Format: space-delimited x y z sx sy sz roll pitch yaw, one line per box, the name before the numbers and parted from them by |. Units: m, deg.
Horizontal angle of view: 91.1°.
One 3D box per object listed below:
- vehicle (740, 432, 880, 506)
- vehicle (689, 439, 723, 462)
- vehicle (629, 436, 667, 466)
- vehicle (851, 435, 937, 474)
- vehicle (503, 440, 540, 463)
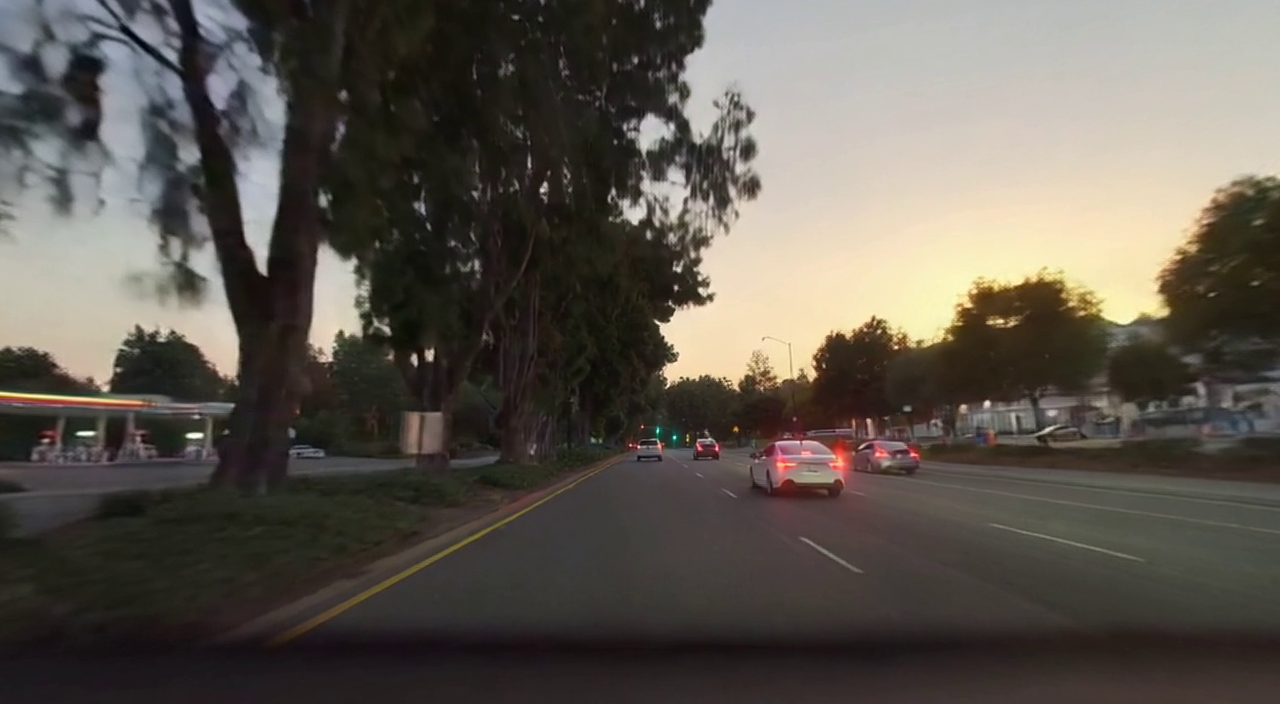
vehicle | 3.899 2.773 15.436 2.119 1.509 4.756 0 -8 0
vehicle | 4.579 6.906 44.062 1.980 1.515 4.362 0 -8 0
vehicle | 0.482 5.872 37.355 2.172 1.694 4.055 0 -8 1
vehicle | 10.718 4.337 26.817 1.906 1.488 4.251 0 -8 0
vehicle | -9.351 7.883 49.877 2.004 1.683 4.290 0 -8 1
